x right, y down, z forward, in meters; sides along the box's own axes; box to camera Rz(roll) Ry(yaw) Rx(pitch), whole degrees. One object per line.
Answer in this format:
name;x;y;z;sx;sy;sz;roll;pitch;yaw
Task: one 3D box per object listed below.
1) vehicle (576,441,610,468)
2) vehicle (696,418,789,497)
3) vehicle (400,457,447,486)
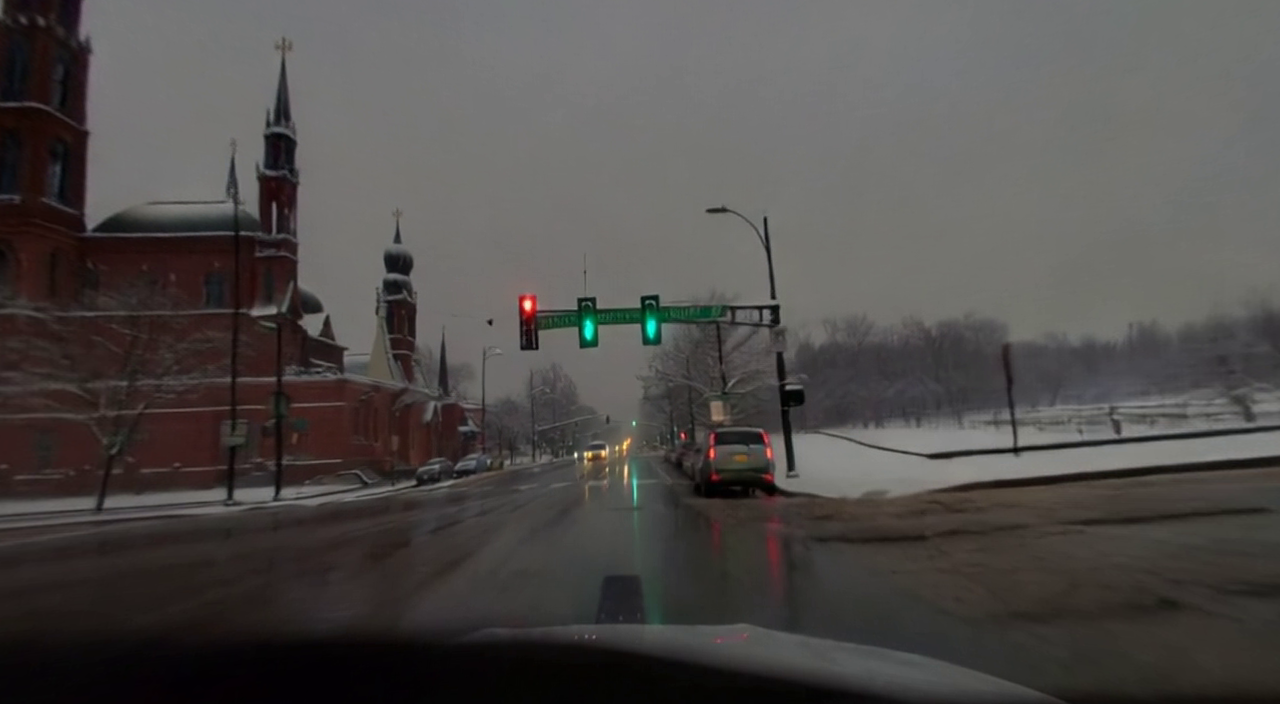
vehicle;-3.521;7.831;48.426;2.293;1.936;4.737;0;-8;0
vehicle;2.878;3.116;18.964;2.074;2.041;5.045;0;-8;2
vehicle;-15.440;8.541;45.352;1.978;1.819;4.477;0;-8;-3
